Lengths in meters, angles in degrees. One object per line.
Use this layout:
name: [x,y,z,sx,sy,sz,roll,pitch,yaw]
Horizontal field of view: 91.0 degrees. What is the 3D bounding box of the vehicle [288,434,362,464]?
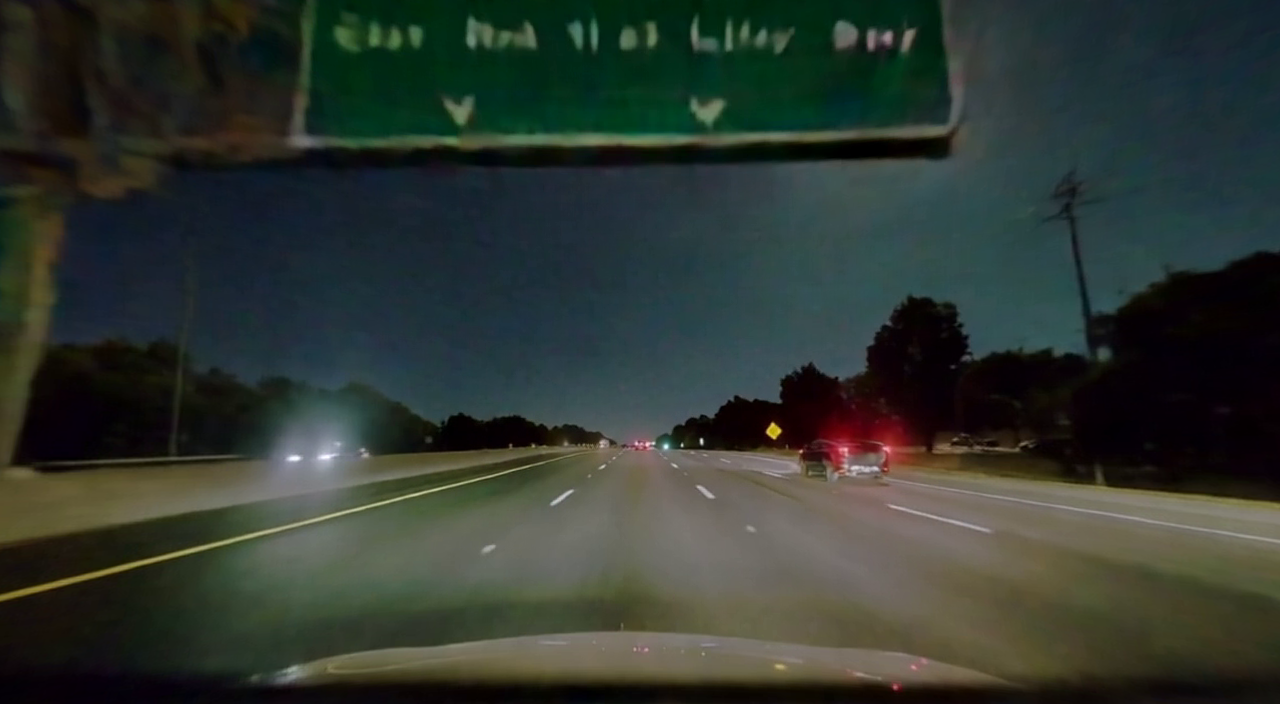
vehicle: [-17.260,5.415,34.738,1.854,1.538,4.215,0,-10,0]
